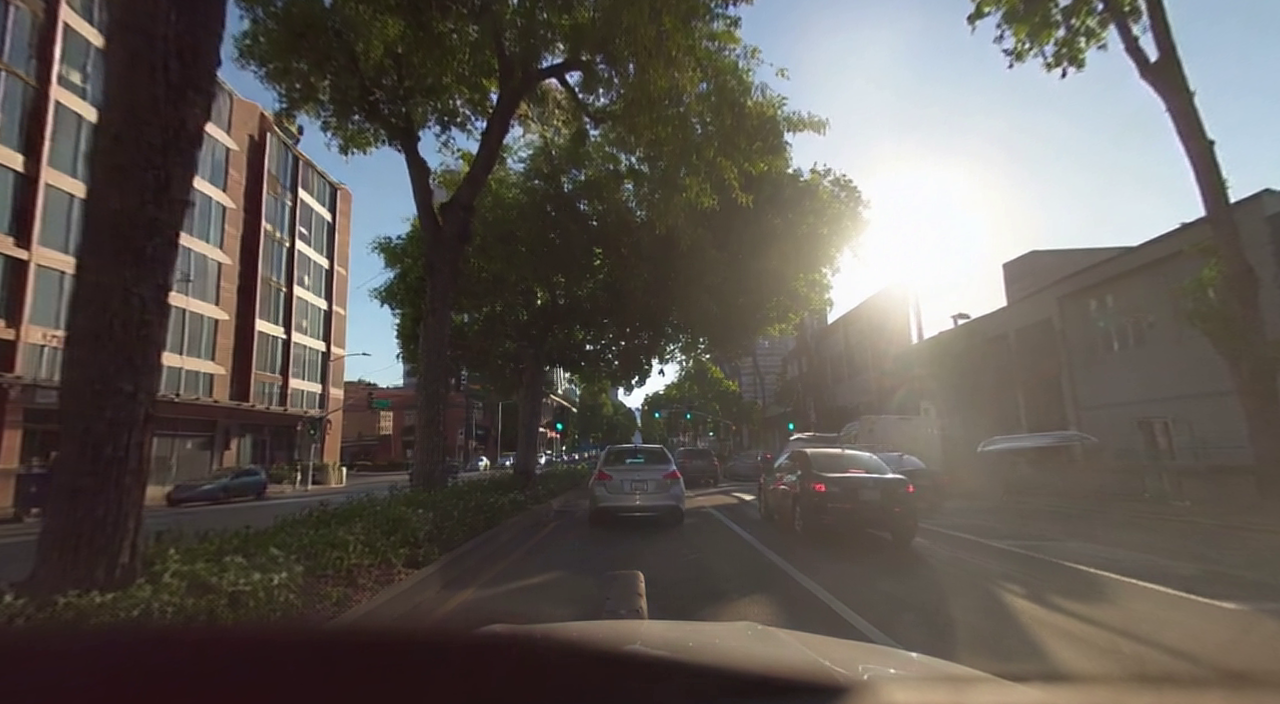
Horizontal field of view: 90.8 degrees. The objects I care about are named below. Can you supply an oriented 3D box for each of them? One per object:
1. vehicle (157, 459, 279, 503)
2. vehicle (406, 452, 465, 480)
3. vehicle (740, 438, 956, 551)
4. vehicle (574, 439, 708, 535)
[{"bbox_3d":[-16.429,5.008,24.914,1.864,1.489,4.346,0,-8,-1],"label":"vehicle"},{"bbox_3d":[-12.454,6.966,38.779,2.020,1.533,4.620,0,-8,0],"label":"vehicle"},{"bbox_3d":[3.134,2.232,10.712,1.995,1.483,4.533,0,-8,-2],"label":"vehicle"},{"bbox_3d":[-0.034,2.435,12.052,2.105,1.474,4.127,0,-8,-1],"label":"vehicle"}]
